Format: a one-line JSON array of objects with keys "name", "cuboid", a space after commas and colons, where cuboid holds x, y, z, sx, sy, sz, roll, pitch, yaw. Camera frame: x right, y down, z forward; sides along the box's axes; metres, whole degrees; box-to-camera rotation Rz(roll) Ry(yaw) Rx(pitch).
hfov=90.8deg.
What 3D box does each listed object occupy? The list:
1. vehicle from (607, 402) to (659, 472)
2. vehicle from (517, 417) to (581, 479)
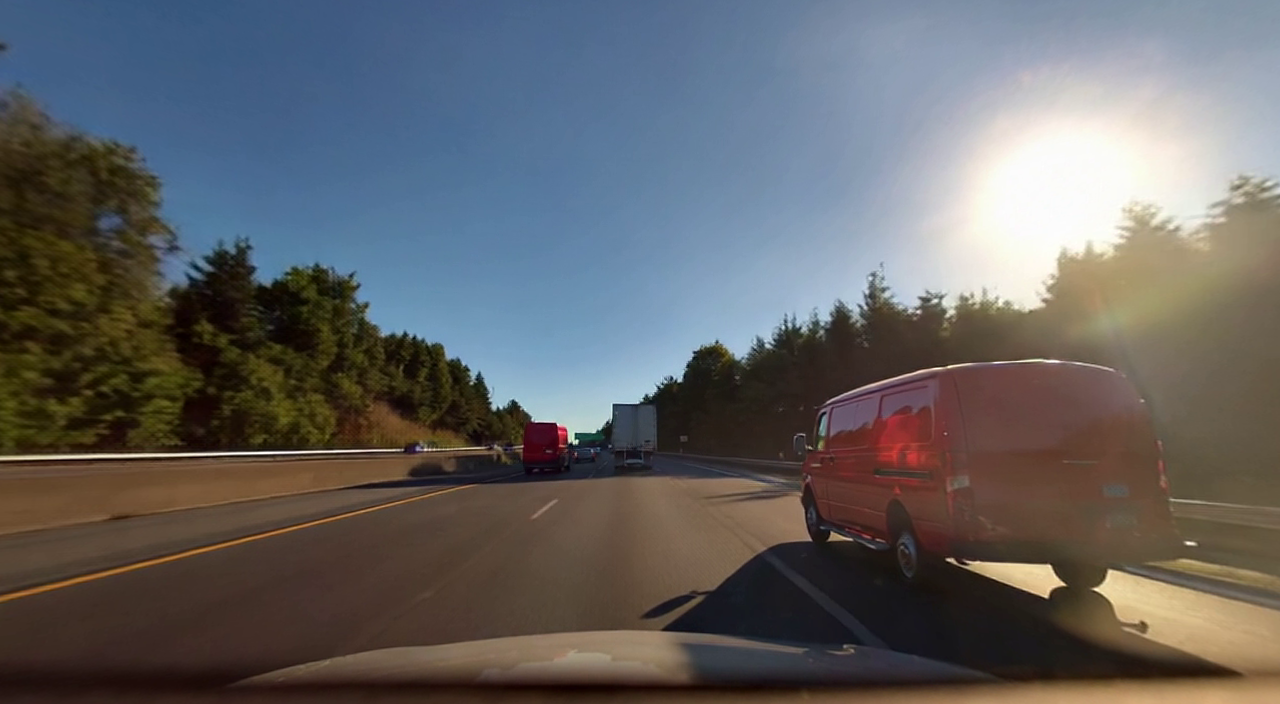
[{"name": "vehicle", "cuboid": [-0.488, 5.696, 41.447, 2.995, 4.036, 10.311, 0, -9, -1]}, {"name": "vehicle", "cuboid": [-4.459, 4.886, 32.015, 2.357, 2.786, 6.144, 0, -9, -1]}]
